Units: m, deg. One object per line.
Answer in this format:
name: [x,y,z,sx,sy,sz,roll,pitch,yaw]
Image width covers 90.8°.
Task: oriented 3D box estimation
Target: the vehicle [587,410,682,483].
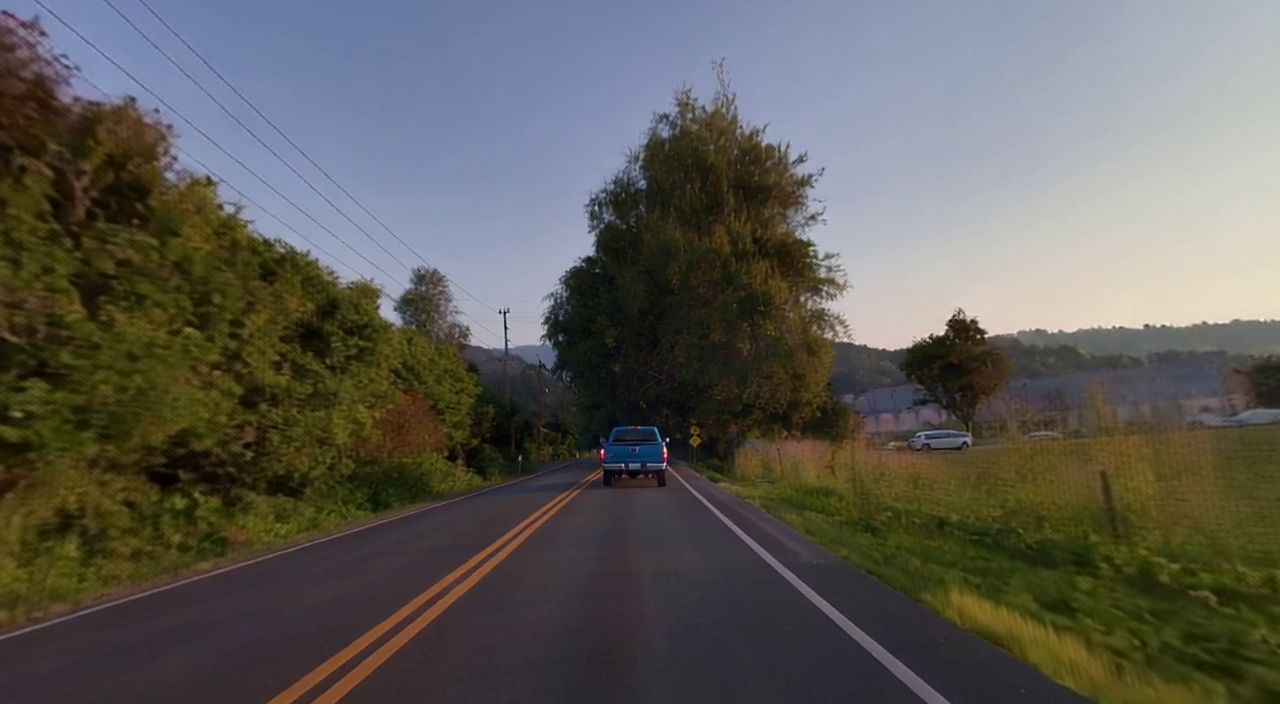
vehicle: [-0.251,3.560,23.932,3.021,2.326,7.410,0,-8,-1]
